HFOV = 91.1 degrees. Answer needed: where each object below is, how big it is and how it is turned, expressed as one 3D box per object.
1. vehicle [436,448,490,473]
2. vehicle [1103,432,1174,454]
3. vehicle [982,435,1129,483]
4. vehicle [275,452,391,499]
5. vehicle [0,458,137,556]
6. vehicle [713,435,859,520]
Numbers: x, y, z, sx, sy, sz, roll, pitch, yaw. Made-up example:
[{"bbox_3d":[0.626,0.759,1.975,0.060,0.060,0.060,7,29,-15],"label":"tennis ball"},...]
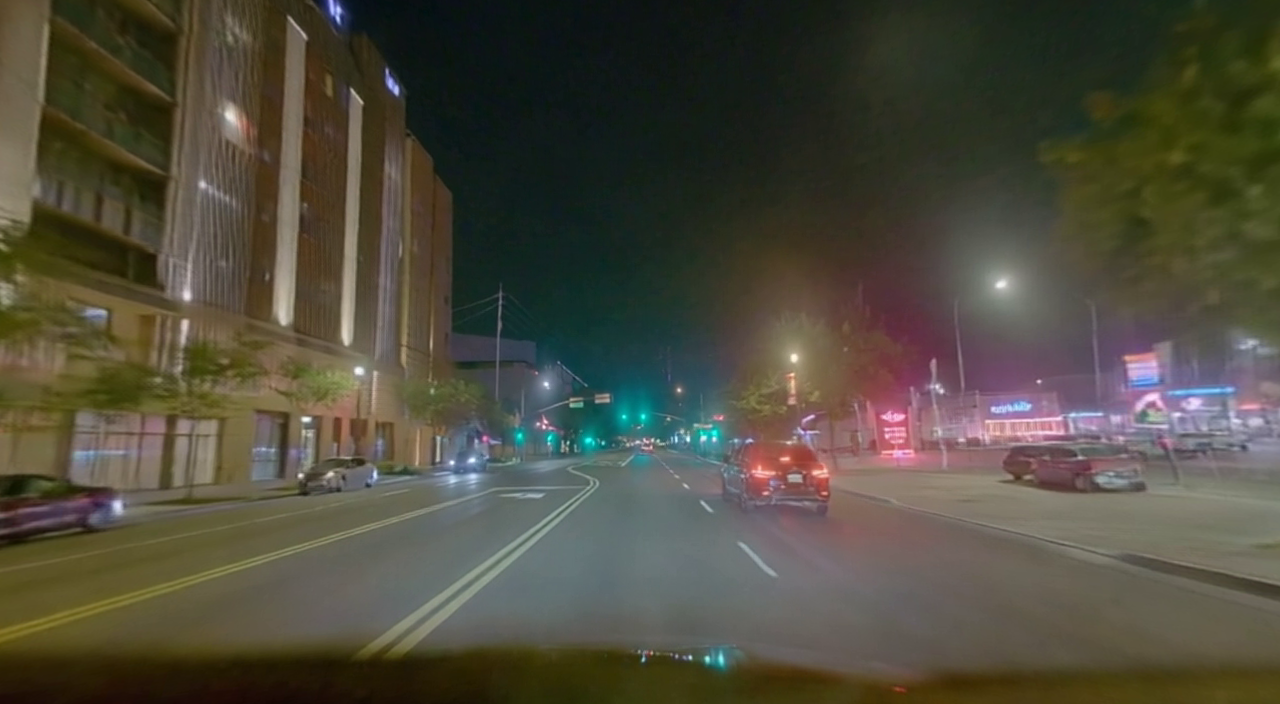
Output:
[{"bbox_3d":[-11.748,7.295,42.067,1.944,1.575,4.895,-1,-10,3],"label":"vehicle"},{"bbox_3d":[38.016,6.933,47.837,4.573,1.629,2.467,4,-9,-27],"label":"vehicle"},{"bbox_3d":[16.196,4.148,24.643,4.412,1.503,1.771,-4,-7,0],"label":"vehicle"},{"bbox_3d":[-12.018,4.838,25.034,2.015,1.521,4.798,-1,-8,3],"label":"vehicle"},{"bbox_3d":[-12.192,2.923,11.935,1.867,1.583,4.108,-1,-8,0],"label":"vehicle"},{"bbox_3d":[2.931,2.625,13.733,2.080,1.524,4.348,0,-8,-1],"label":"vehicle"}]
